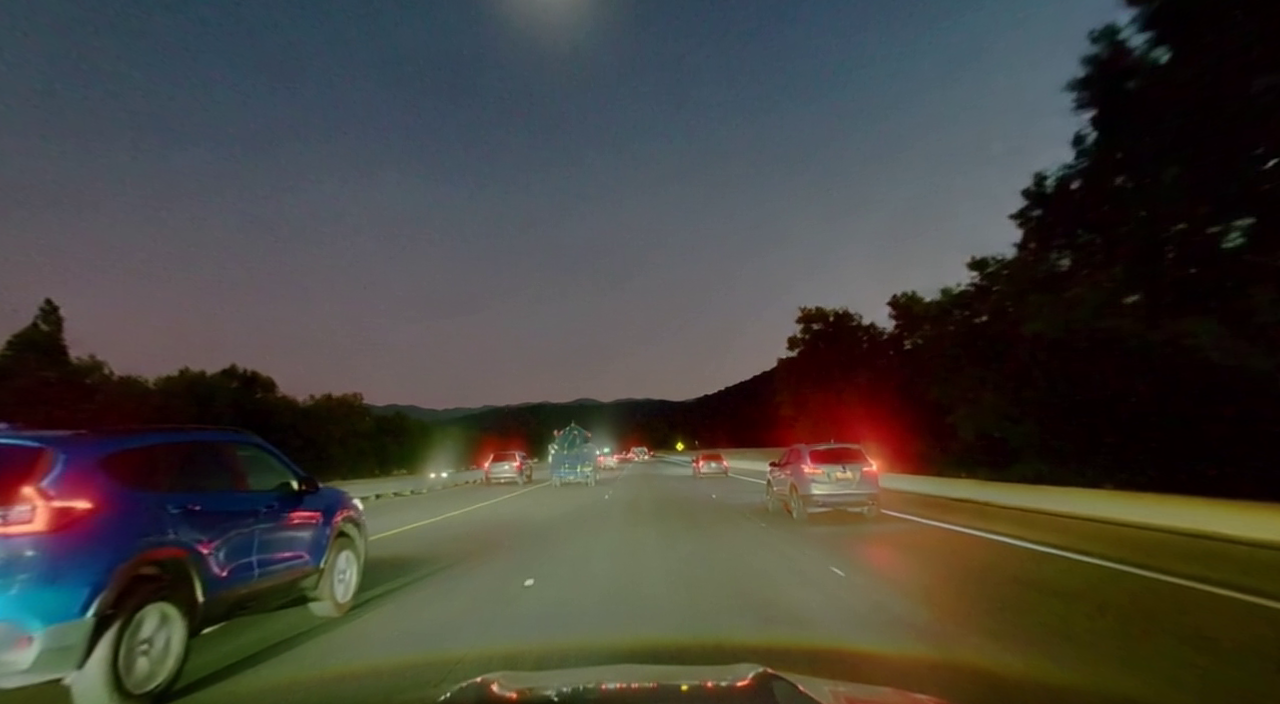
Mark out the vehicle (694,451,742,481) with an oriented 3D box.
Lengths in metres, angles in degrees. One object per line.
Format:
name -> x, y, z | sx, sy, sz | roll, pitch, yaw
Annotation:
vehicle -> 4.356, 6.450, 35.992 | 2.071, 1.570, 4.637 | 0, -9, -1

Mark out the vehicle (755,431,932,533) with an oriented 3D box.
vehicle -> 3.861, 2.573, 12.982 | 2.066, 1.696, 4.604 | 0, -9, 0

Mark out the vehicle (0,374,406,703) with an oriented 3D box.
vehicle -> -3.587, 1.277, 4.551 | 2.080, 1.716, 4.207 | 0, -9, 1

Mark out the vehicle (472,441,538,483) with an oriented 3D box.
vehicle -> -6.661, 5.516, 31.685 | 2.149, 1.922, 4.976 | 0, -9, 0

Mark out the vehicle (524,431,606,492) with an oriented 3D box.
vehicle -> -2.802, 4.309, 24.988 | 2.494, 2.136, 5.539 | 0, -9, 1
